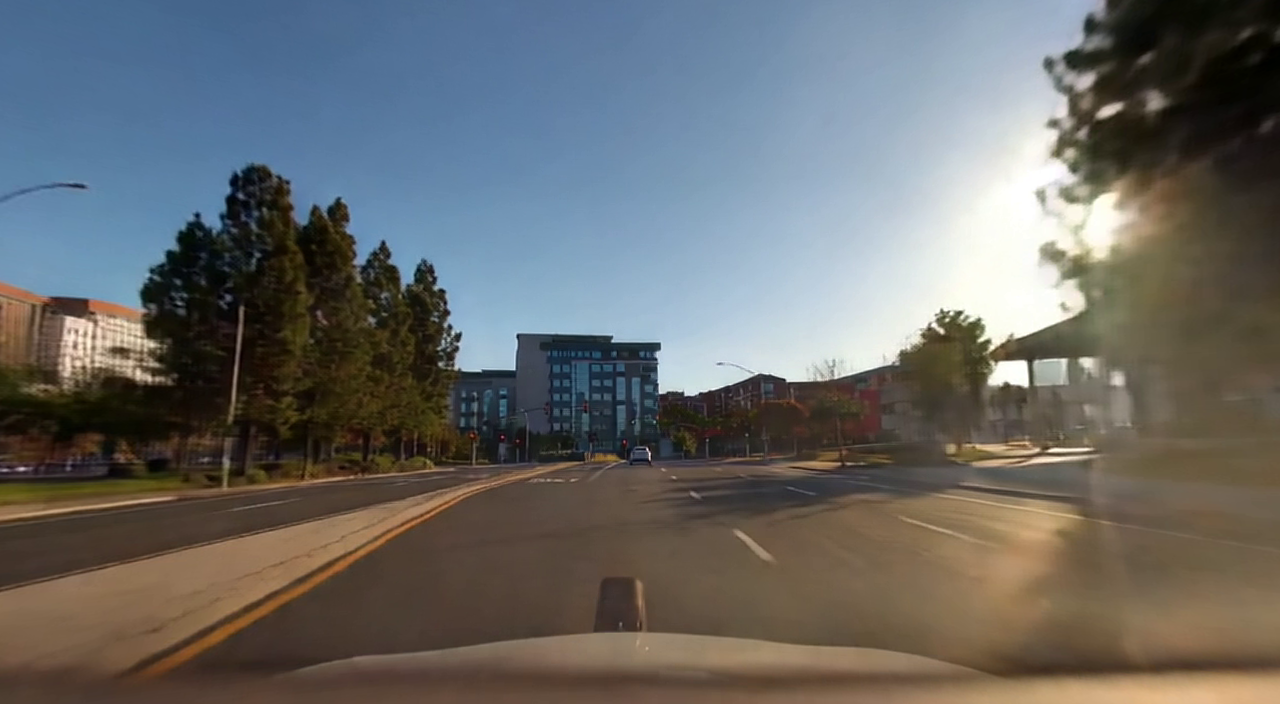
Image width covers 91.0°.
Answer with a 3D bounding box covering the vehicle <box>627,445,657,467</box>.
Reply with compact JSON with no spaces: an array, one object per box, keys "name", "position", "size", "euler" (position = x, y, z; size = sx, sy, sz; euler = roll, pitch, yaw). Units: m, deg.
[{"name":"vehicle","position":[0.148,7.363,44.874],"size":[2.064,1.477,3.968],"euler":[0,-9,0]}]
